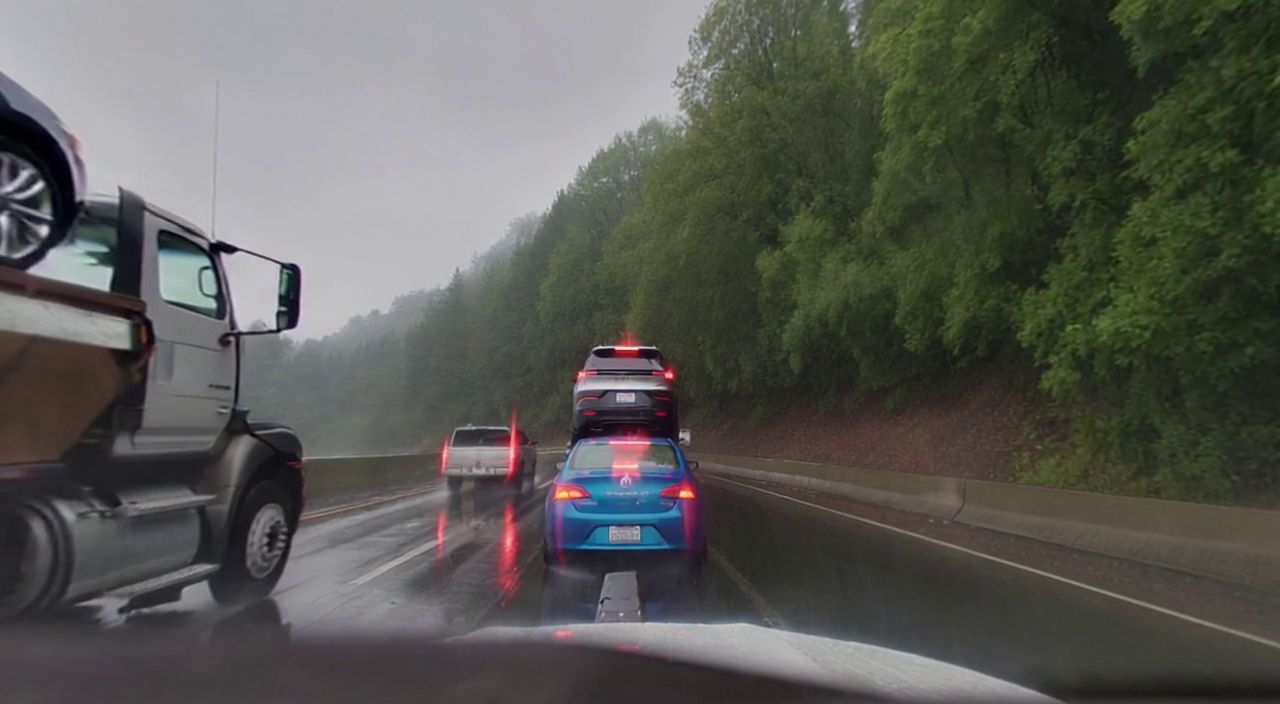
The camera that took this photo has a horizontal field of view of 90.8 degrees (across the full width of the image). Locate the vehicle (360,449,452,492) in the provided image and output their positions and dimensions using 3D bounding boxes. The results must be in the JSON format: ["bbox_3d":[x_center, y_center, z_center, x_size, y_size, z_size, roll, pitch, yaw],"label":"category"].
[{"bbox_3d":[-8.780,4.451,24.117,1.834,1.469,4.362,0,-9,0],"label":"vehicle"}]

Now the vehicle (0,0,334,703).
[{"bbox_3d":[-4.527,0.022,3.154,2.963,3.836,6.016,0,-9,-2],"label":"vehicle"}]

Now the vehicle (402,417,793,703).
[{"bbox_3d":[-0.262,1.363,4.998,1.991,1.507,3.391,0,-9,-2],"label":"vehicle"}]
